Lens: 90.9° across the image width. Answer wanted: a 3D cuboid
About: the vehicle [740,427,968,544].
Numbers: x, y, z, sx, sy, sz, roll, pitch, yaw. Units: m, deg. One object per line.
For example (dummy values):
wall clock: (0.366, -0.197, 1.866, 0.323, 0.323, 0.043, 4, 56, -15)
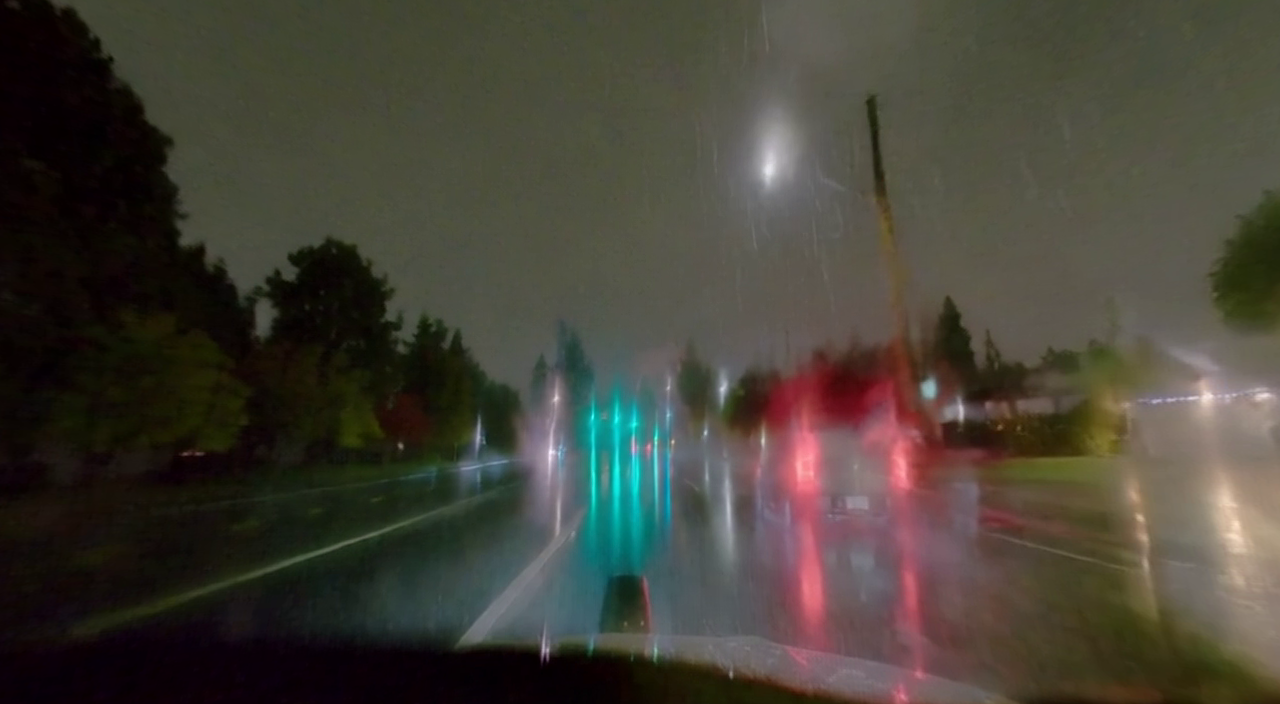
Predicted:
vehicle: (3.091, 2.026, 10.298, 2.134, 1.476, 4.327, 0, -8, -1)
